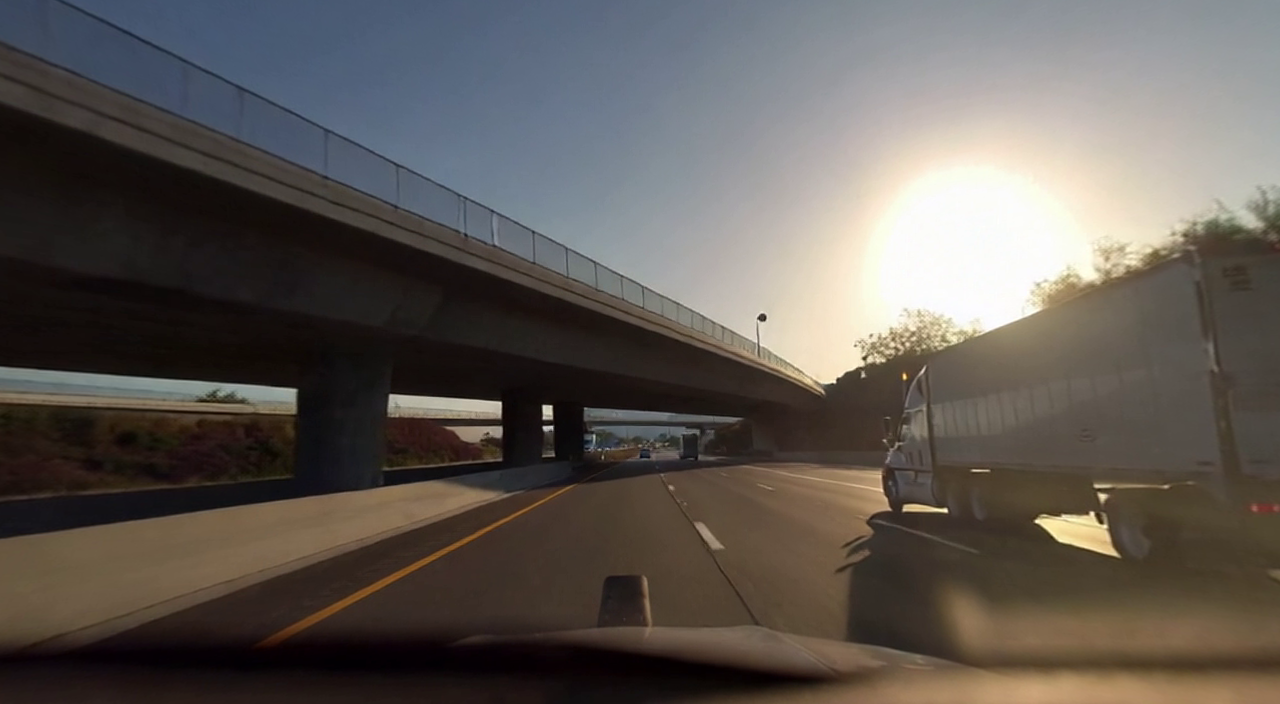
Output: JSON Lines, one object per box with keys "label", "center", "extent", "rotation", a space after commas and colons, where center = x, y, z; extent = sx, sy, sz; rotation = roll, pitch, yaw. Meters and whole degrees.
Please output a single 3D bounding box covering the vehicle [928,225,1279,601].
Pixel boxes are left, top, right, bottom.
{"label": "vehicle", "center": [6.842, 0.941, 8.084], "extent": [2.690, 3.197, 7.515], "rotation": [0, -9, 0]}
